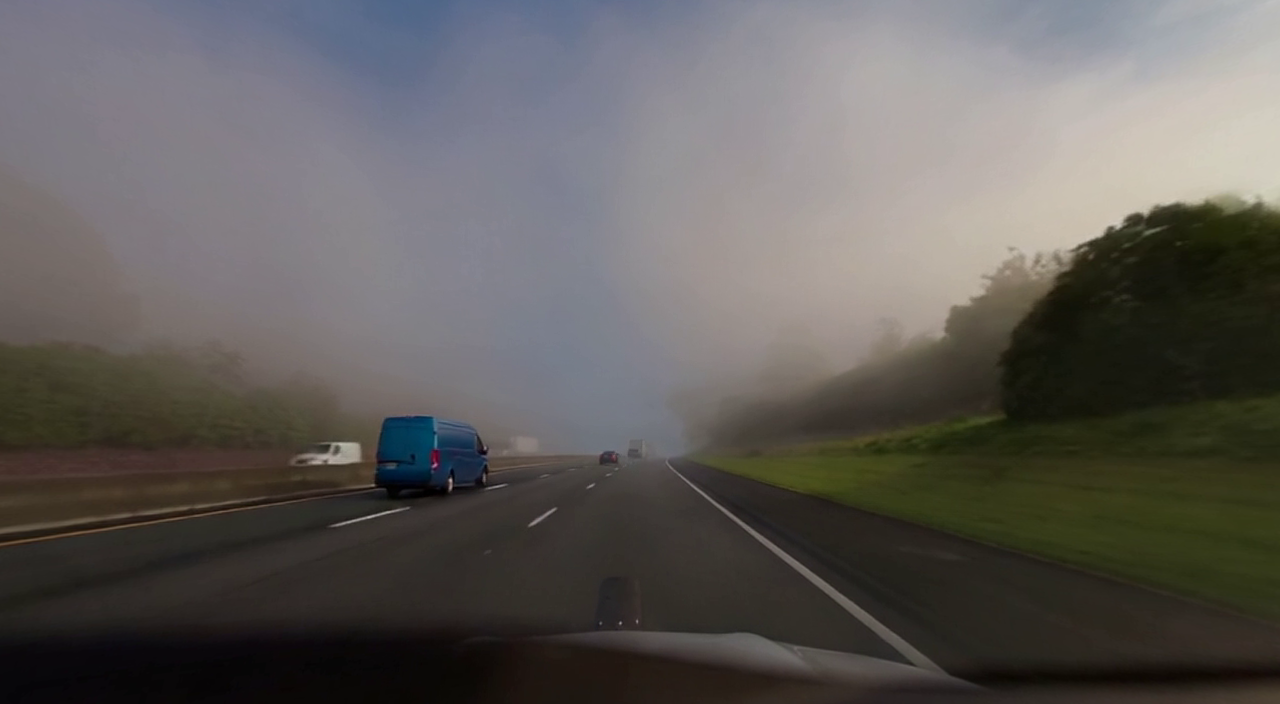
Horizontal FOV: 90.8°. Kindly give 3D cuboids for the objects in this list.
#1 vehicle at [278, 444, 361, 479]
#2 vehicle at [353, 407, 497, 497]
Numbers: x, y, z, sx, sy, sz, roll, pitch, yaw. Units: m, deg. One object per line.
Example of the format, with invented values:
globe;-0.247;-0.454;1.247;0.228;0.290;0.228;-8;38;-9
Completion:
vehicle;-17.867;6.104;35.451;2.028;1.805;4.789;-1;-9;2
vehicle;-6.714;3.269;20.745;2.449;2.471;6.130;-1;-9;1
